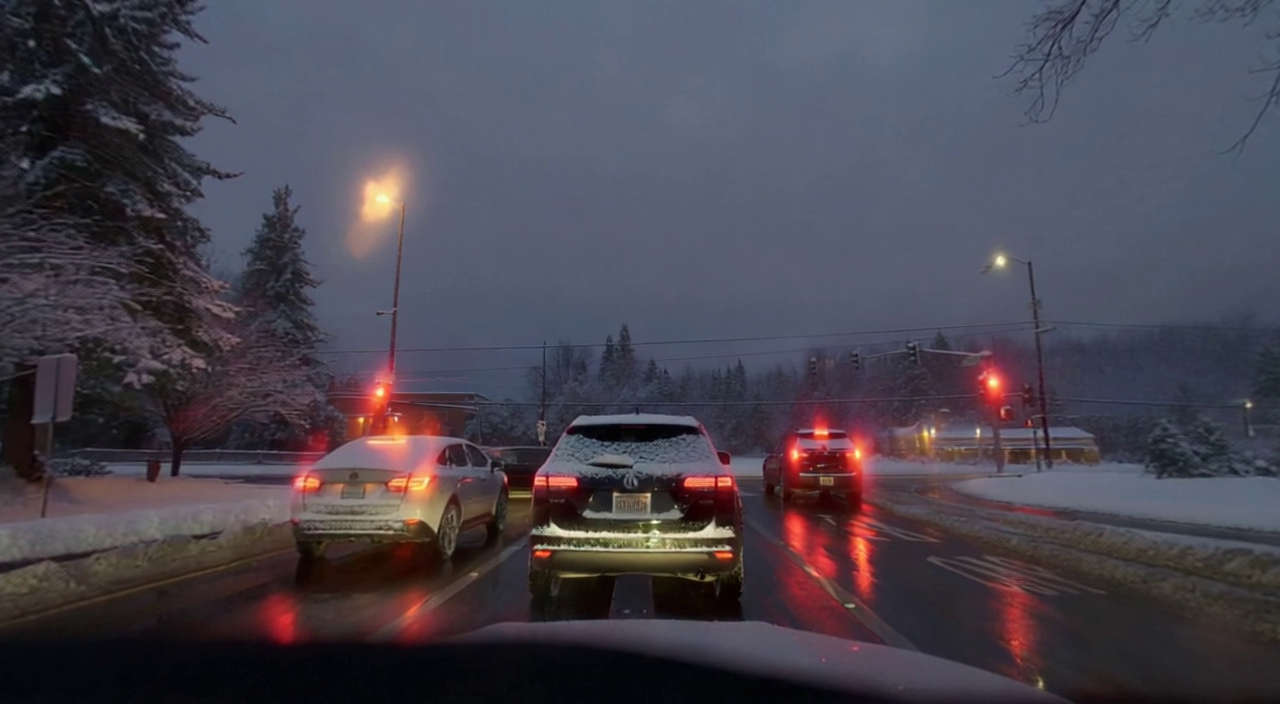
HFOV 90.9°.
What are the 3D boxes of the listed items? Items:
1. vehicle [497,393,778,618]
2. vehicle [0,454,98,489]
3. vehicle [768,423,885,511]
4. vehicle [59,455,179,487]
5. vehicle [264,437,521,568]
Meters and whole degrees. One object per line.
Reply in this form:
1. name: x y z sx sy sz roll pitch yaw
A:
1. vehicle: -0.028 1.524 7.183 2.203 1.757 4.286 0 -8 0
2. vehicle: -27.108 5.268 27.930 4.198 1.444 1.765 2 -9 -15
3. vehicle: 4.808 3.008 16.929 2.084 2.053 4.073 -1 -8 4
4. vehicle: -25.993 5.943 31.598 4.140 1.444 1.742 2 -9 -15
5. vehicle: -3.209 2.018 9.335 1.913 1.453 4.413 0 -8 2
